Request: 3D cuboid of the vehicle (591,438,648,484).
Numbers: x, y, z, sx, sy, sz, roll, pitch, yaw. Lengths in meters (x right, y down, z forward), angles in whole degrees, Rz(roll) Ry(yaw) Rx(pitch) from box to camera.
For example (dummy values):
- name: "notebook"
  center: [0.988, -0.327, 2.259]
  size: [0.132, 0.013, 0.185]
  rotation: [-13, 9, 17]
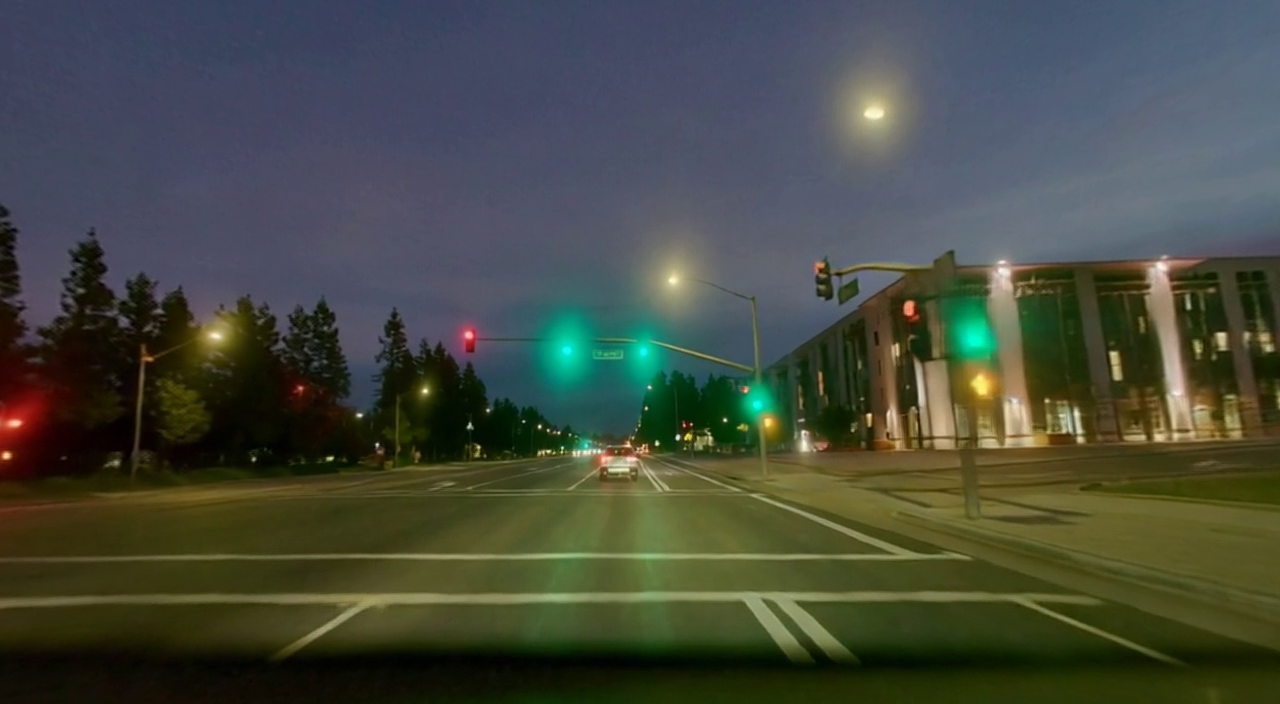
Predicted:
- name: "vehicle"
  center: [-0.831, 4.371, 25.608]
  size: [2.130, 1.711, 4.038]
  rotation: [0, -9, -2]
